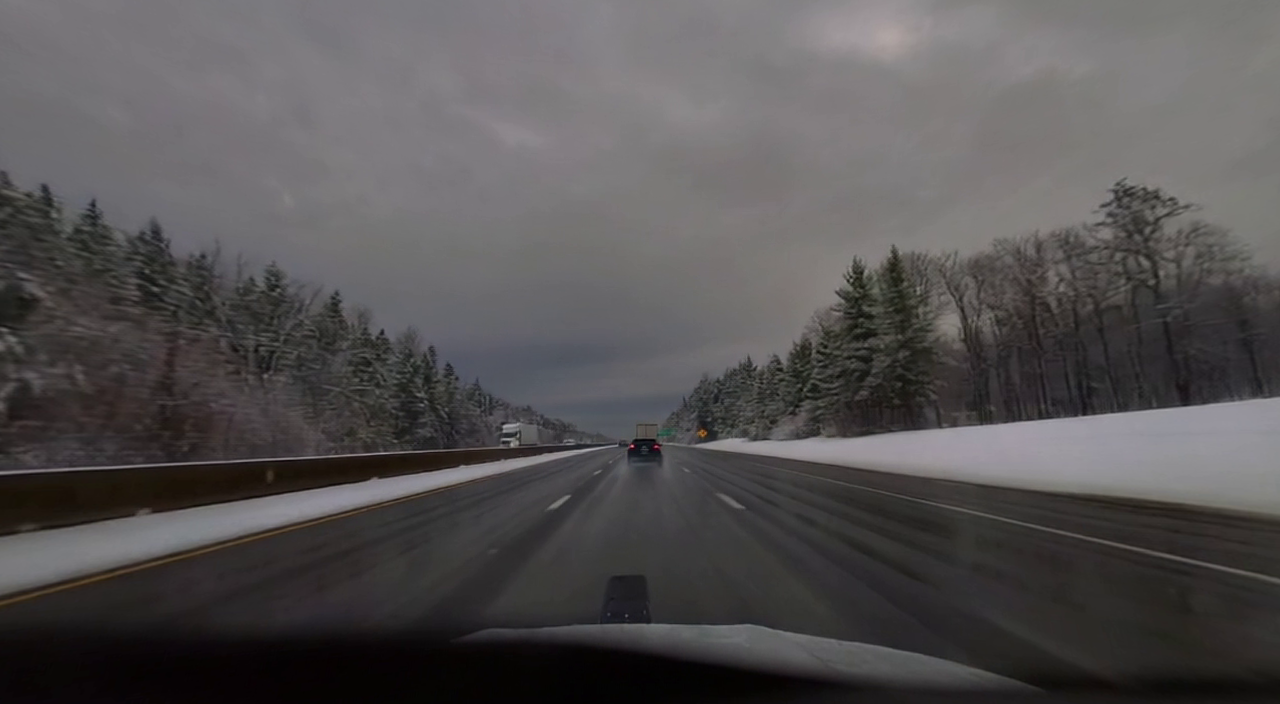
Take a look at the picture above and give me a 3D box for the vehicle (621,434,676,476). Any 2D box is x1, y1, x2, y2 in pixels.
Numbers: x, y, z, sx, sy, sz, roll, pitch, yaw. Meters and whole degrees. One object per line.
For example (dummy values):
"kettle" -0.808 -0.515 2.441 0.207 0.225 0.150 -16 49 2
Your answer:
"vehicle" 0.449 4.302 26.559 2.139 1.607 4.034 -1 -8 3
